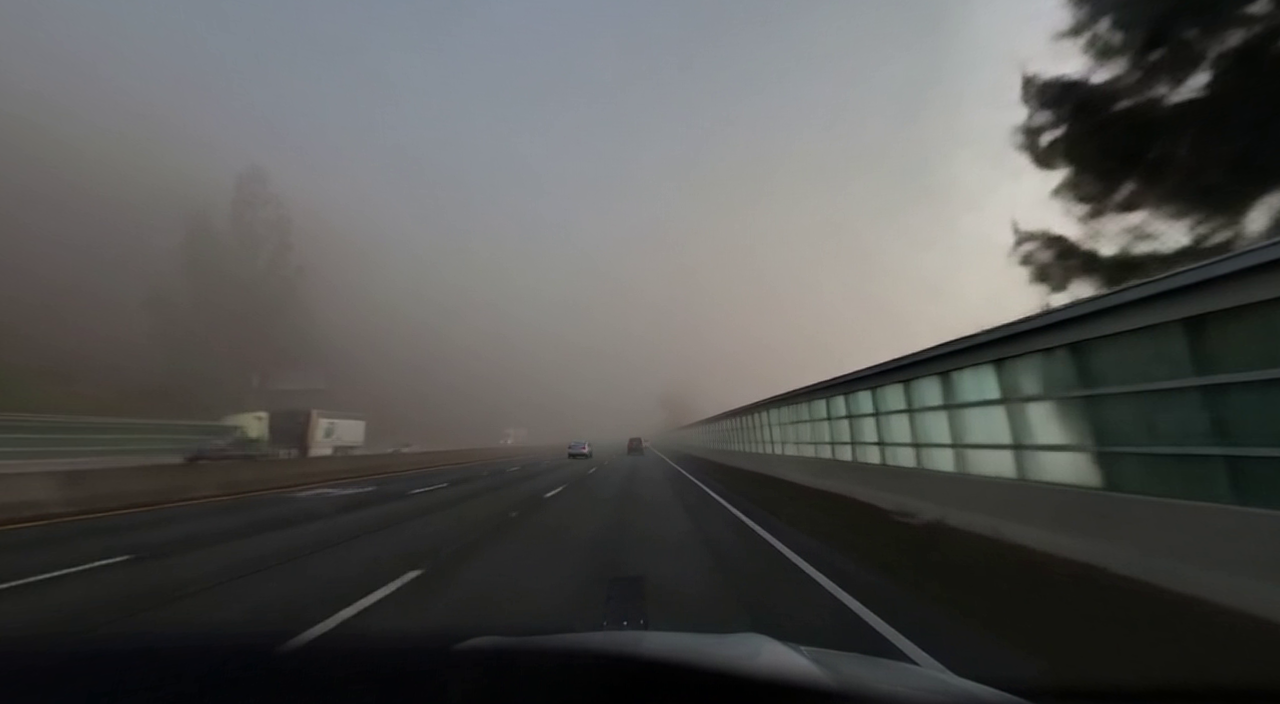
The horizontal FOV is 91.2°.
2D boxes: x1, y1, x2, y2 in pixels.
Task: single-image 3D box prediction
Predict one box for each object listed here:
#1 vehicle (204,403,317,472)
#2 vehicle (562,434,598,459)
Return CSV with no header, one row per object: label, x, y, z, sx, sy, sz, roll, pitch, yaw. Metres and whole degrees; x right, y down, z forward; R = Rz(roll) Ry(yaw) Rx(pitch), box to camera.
vehicle,-24.850,5.735,41.591,3.405,4.202,6.331,0,-9,-1
vehicle,-4.168,6.612,43.963,2.063,1.598,4.189,0,-8,0
